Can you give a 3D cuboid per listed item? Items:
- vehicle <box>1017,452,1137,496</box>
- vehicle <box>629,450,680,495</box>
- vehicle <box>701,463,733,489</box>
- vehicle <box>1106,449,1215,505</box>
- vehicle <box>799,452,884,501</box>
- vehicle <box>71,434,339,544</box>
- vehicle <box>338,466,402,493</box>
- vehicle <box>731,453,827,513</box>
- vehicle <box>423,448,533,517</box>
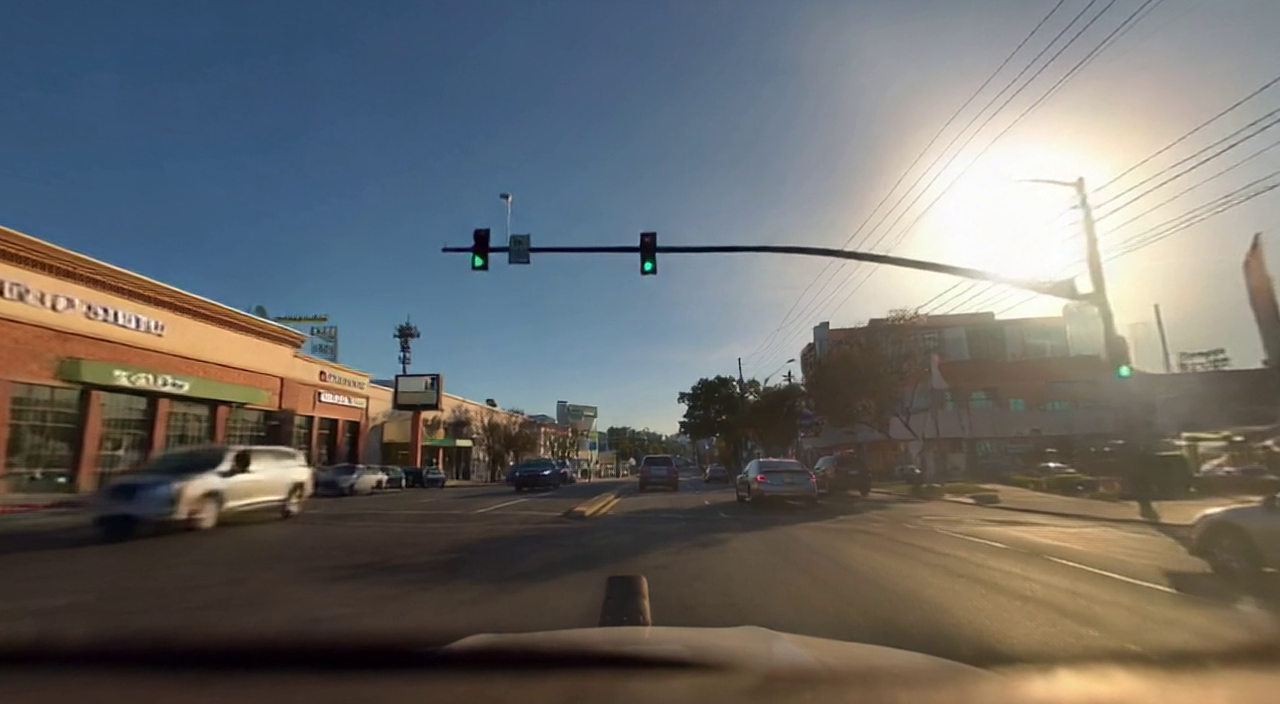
[{"bbox_3d":[16.339,4.479,23.483,4.964,1.453,2.184,8,-11,-38],"label":"vehicle"},{"bbox_3d":[0.705,5.544,29.426,2.210,1.861,4.280,0,-8,2],"label":"vehicle"},{"bbox_3d":[5.846,9.425,48.193,2.036,1.719,4.318,0,-8,2],"label":"vehicle"},{"bbox_3d":[16.049,3.731,19.360,2.052,1.399,4.373,-7,-10,44],"label":"vehicle"},{"bbox_3d":[7.990,4.943,25.477,2.040,1.738,4.414,0,-8,1],"label":"vehicle"},{"bbox_3d":[-8.399,2.632,12.915,2.065,1.805,4.668,0,-8,1],"label":"vehicle"},{"bbox_3d":[-17.839,8.516,41.978,2.018,1.608,4.882,0,-12,1],"label":"vehicle"},{"bbox_3d":[4.008,3.838,19.037,1.963,1.484,4.609,0,-8,2],"label":"vehicle"},{"bbox_3d":[-4.675,3.787,18.931,2.041,1.494,4.647,-2,-6,1],"label":"vehicle"}]
